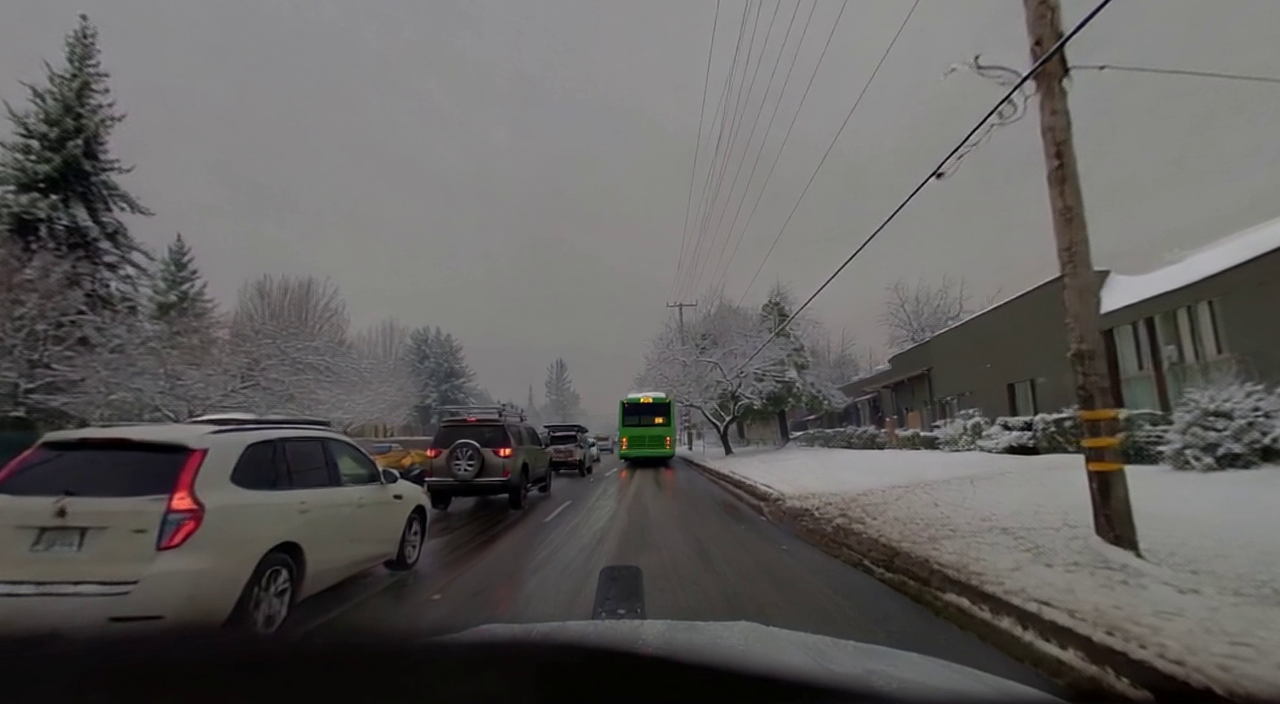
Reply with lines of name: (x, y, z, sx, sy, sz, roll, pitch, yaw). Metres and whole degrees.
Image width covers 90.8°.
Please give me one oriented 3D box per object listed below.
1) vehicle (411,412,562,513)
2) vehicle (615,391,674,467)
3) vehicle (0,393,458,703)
vehicle: (-3.213, 2.467, 14.519, 2.095, 1.892, 5.043, 0, -9, 1)
vehicle: (0.330, 4.812, 38.053, 2.970, 3.857, 12.200, 0, -9, 1)
vehicle: (-3.290, 1.328, 5.408, 2.042, 1.571, 4.475, 0, -9, 1)
